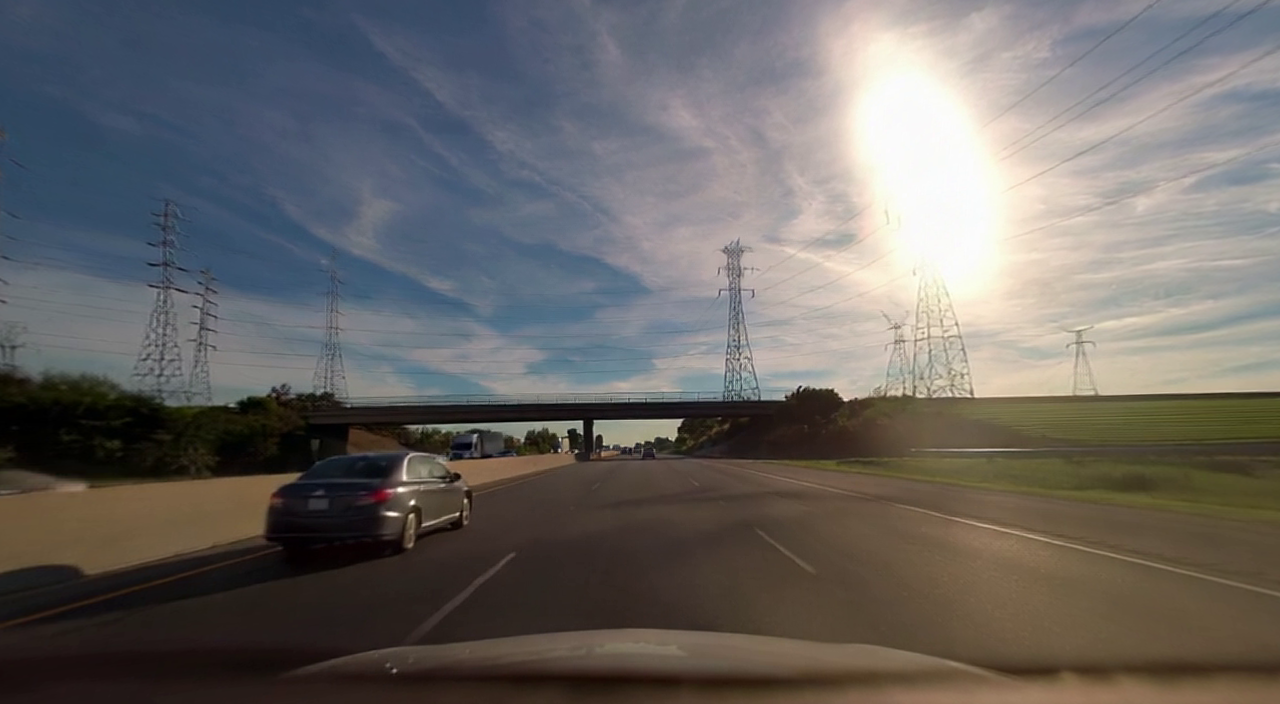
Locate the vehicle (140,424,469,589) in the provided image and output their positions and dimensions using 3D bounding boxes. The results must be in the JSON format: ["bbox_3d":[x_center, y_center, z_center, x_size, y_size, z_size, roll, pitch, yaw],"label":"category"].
[{"bbox_3d":[-3.787,1.807,8.161,1.924,1.550,4.165,0,-9,0],"label":"vehicle"}]
